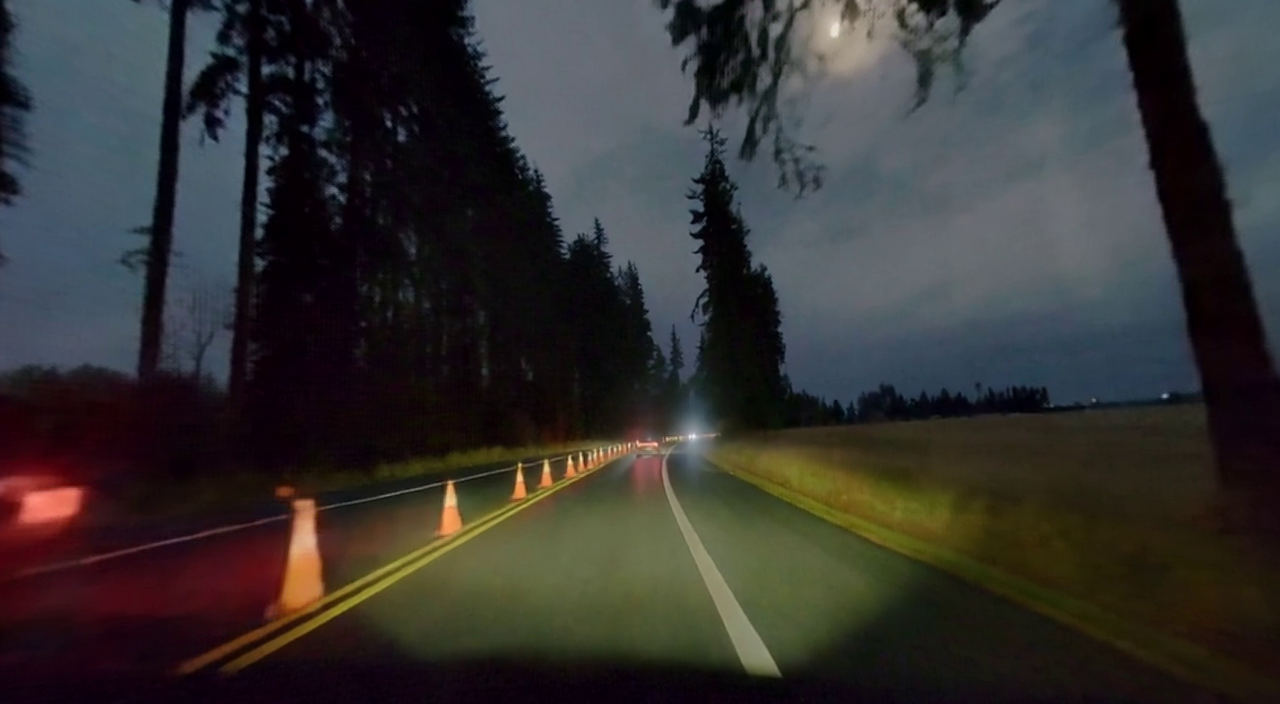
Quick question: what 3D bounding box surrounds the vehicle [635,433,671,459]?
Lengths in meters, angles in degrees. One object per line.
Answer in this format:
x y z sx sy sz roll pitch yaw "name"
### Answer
0.861 5.775 38.730 2.042 1.489 3.963 -1 -9 3 "vehicle"
